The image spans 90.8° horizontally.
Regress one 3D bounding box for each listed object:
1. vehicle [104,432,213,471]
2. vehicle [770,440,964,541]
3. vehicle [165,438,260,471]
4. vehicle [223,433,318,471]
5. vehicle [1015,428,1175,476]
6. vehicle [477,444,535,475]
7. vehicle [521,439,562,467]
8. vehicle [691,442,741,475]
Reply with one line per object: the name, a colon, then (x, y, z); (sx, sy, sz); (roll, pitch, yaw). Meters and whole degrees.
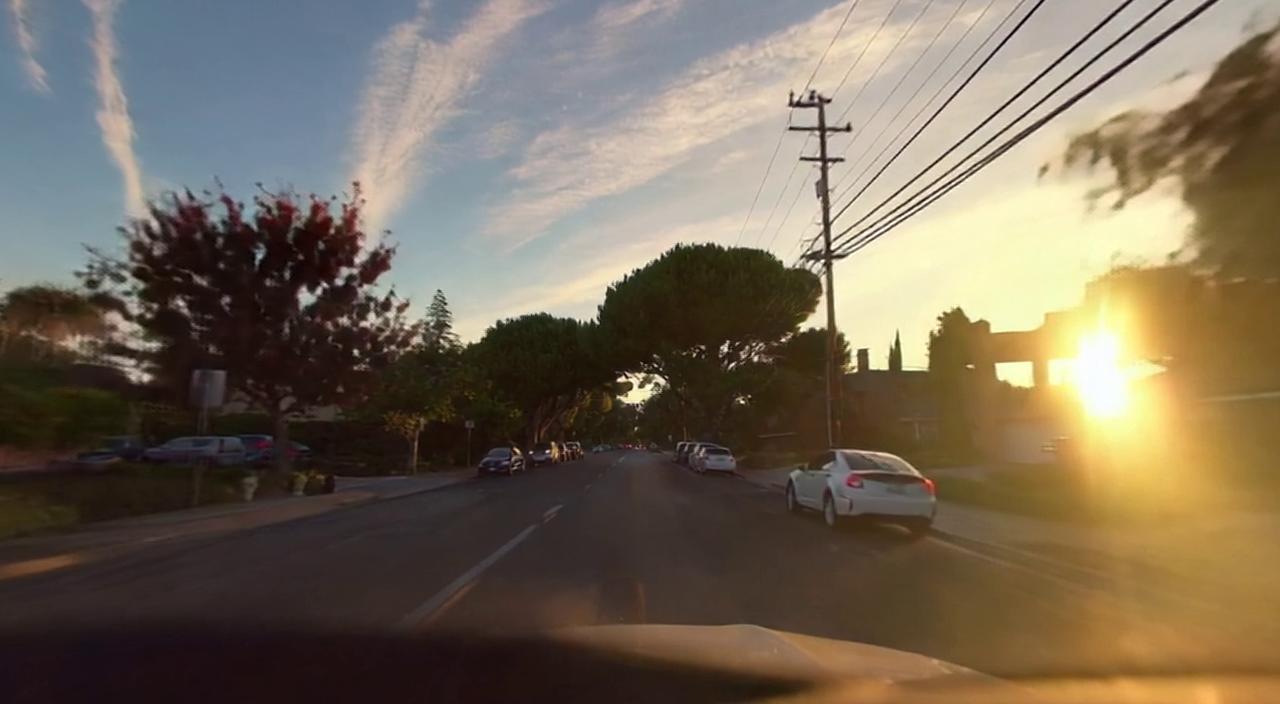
vehicle: (-23.271, 4.817, 30.745); (1.879, 1.761, 4.199); (0, -9, 1)
vehicle: (3.731, 2.325, 11.272); (1.782, 1.439, 4.037); (1, -9, -3)
vehicle: (-20.398, 4.903, 30.363); (1.791, 1.500, 3.846); (0, -9, 1)
vehicle: (-18.001, 4.900, 31.070); (1.925, 1.750, 4.489); (0, -9, 1)
vehicle: (16.683, 3.690, 23.341); (4.355, 1.674, 1.914); (0, -9, 0)
vehicle: (-6.643, 5.377, 31.838); (2.031, 1.454, 4.410); (0, -9, -1)
vehicle: (-6.556, 6.794, 42.604); (2.031, 1.799, 4.587); (0, -9, 0)
vehicle: (3.499, 5.023, 29.940); (1.763, 1.432, 4.323); (0, -9, -1)
